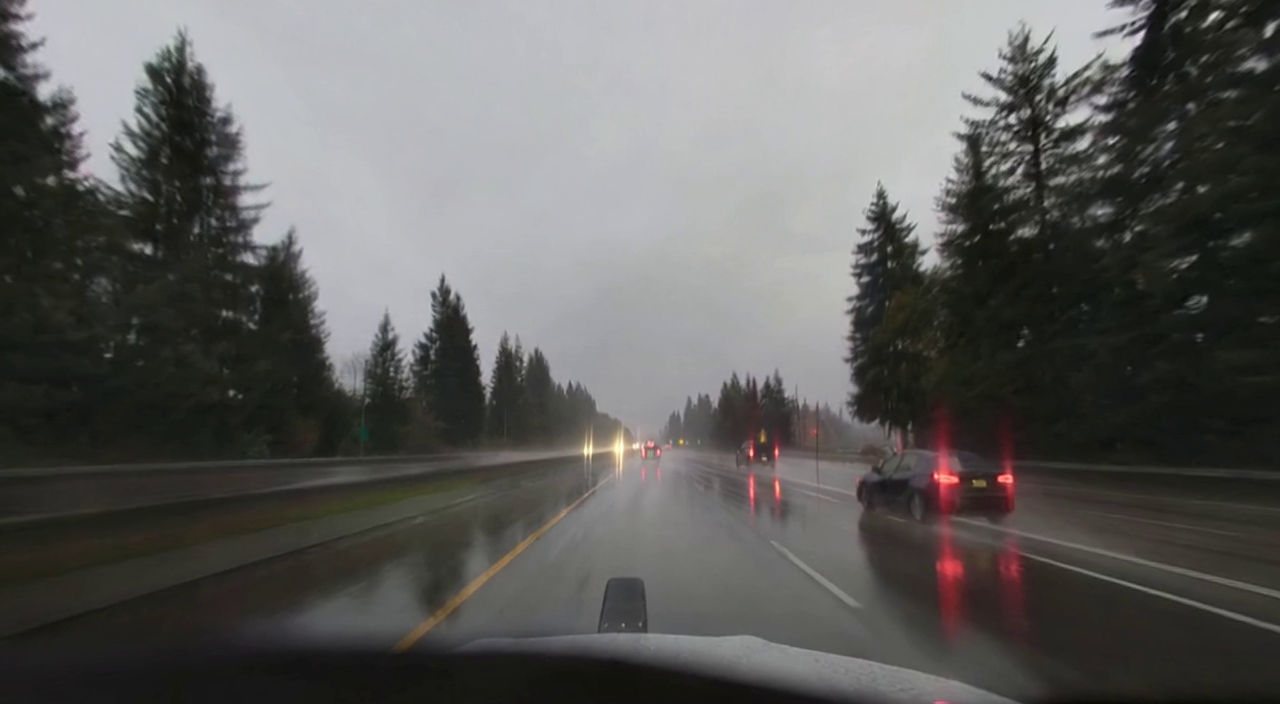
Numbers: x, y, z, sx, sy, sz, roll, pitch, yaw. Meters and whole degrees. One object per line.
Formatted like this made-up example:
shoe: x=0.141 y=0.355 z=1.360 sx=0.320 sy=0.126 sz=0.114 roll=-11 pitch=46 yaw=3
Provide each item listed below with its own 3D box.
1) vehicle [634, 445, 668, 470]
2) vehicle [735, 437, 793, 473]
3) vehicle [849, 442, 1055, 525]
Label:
vehicle: x=0.656 y=6.573 z=39.424 sx=2.052 sy=1.472 sz=4.295 roll=0 pitch=-8 yaw=0
vehicle: x=7.244 y=6.064 z=37.284 sx=2.206 sy=1.902 sz=5.460 roll=0 pitch=-8 yaw=-1
vehicle: x=6.394 y=2.706 z=13.656 sx=1.904 sy=1.453 sz=4.789 roll=0 pitch=-8 yaw=-2
